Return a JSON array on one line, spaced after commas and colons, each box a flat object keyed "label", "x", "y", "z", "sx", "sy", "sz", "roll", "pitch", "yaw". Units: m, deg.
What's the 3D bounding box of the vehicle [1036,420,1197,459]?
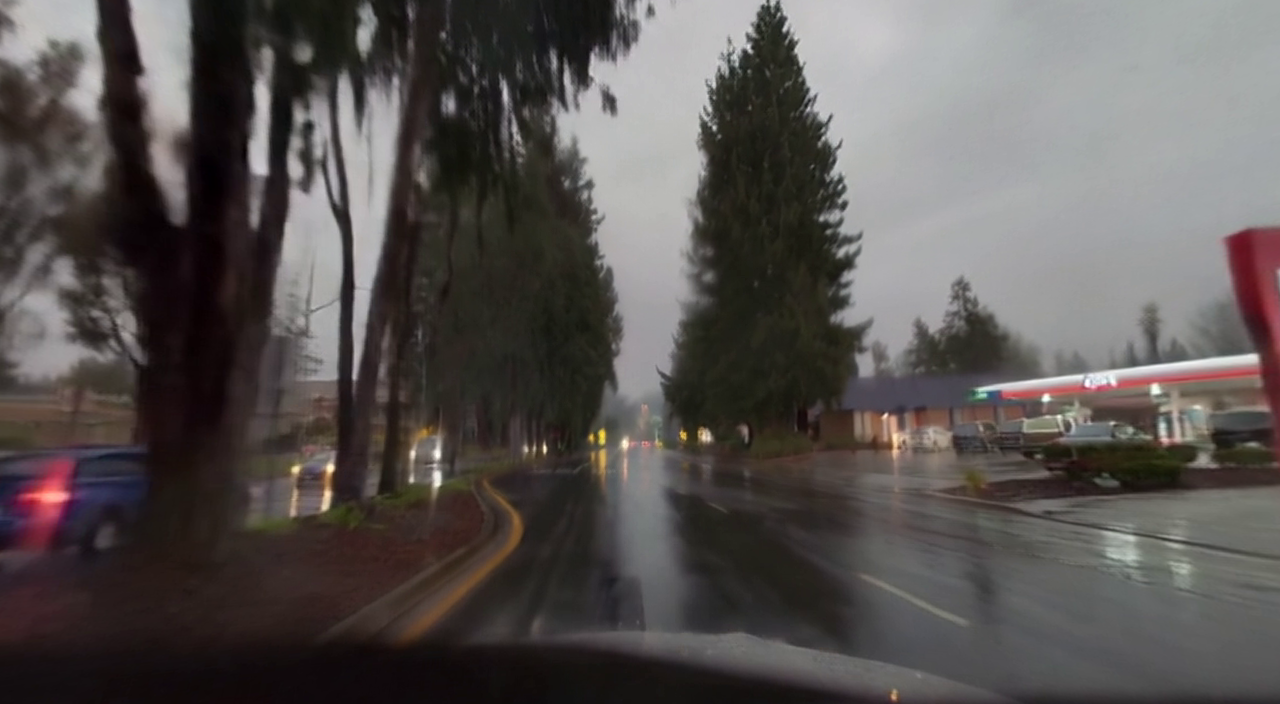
[{"label": "vehicle", "x": 18.849, "y": 3.492, "z": 25.131, "sx": 4.800, "sy": 1.459, "sz": 2.051, "roll": 0, "pitch": -9, "yaw": -4}]

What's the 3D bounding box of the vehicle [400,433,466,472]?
[{"label": "vehicle", "x": -12.136, "y": 5.955, "z": 37.562, "sx": 2.131, "sy": 2.148, "sz": 5.709, "roll": 0, "pitch": -9, "yaw": -2}]

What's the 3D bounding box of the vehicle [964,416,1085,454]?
[{"label": "vehicle", "x": 18.161, "y": 3.934, "z": 29.971, "sx": 4.422, "sy": 1.586, "sz": 1.990, "roll": -1, "pitch": -8, "yaw": -3}]

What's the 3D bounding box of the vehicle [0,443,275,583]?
[{"label": "vehicle", "x": -7.421, "y": 2.046, "z": 8.937, "sx": 1.982, "sy": 1.465, "sz": 4.376, "roll": 0, "pitch": -9, "yaw": -1}]
